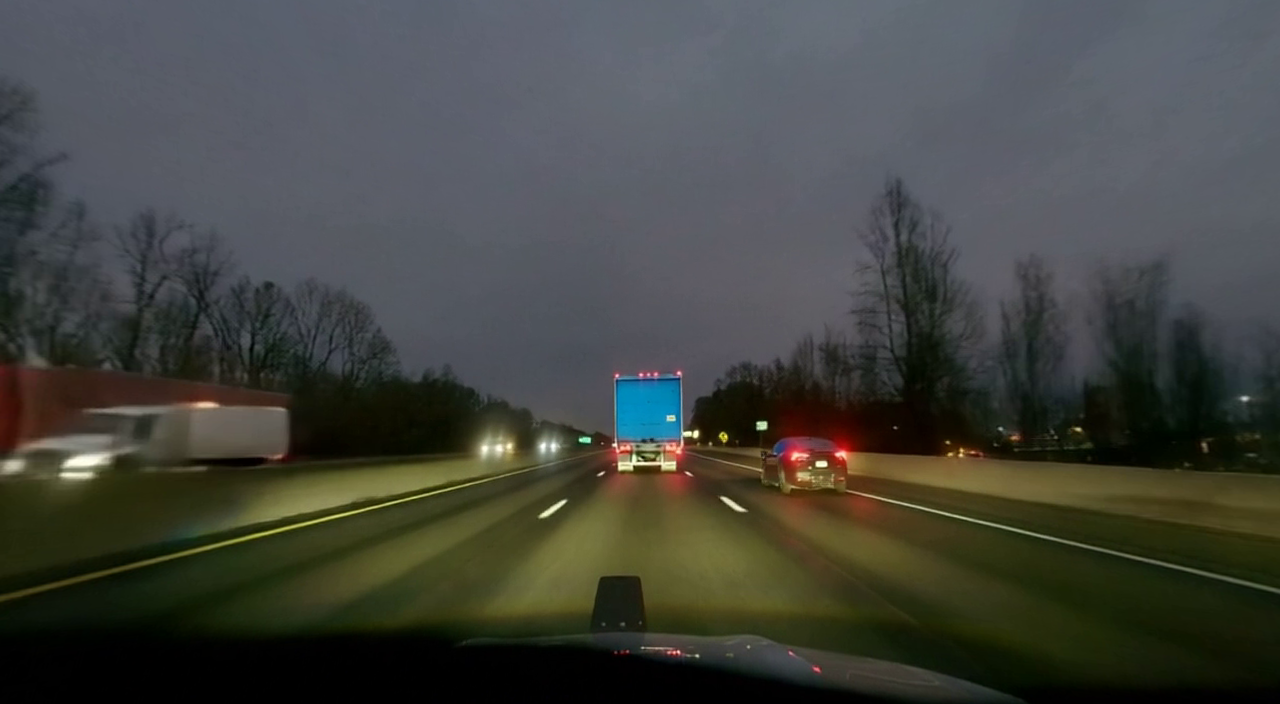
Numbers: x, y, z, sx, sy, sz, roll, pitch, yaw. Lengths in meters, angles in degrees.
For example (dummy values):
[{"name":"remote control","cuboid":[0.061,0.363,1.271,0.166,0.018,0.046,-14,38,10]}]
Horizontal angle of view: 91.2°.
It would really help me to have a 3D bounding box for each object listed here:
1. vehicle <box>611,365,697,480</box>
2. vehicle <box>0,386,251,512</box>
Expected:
[{"name":"vehicle","cuboid":[0.563,3.233,27.426,3.010,4.039,10.481,0,-8,1]},{"name":"vehicle","cuboid":[-13.329,2.434,16.054,2.293,2.516,6.817,0,-8,0]}]
